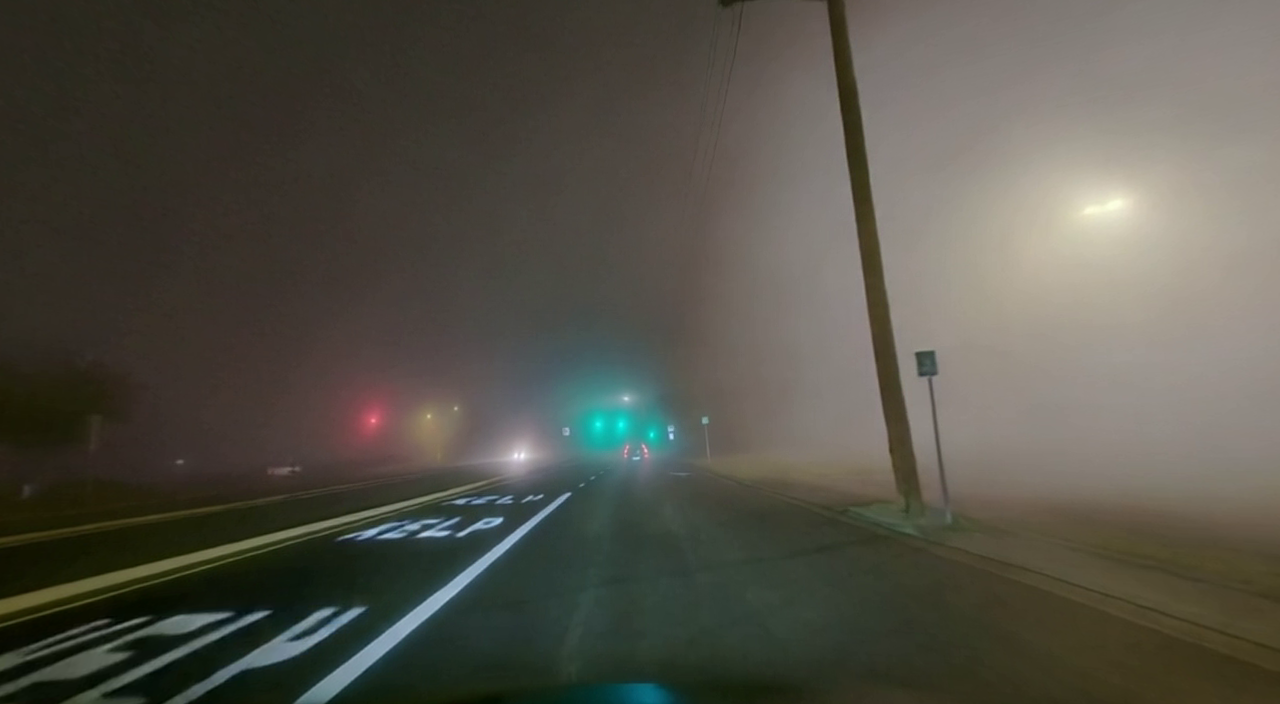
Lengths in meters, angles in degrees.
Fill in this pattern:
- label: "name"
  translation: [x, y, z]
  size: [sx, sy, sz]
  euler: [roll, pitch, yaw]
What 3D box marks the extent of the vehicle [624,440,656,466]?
- label: "vehicle"
  translation: [-0.032, 6.840, 42.896]
  size: [2.045, 1.613, 4.210]
  euler: [0, -8, -1]
